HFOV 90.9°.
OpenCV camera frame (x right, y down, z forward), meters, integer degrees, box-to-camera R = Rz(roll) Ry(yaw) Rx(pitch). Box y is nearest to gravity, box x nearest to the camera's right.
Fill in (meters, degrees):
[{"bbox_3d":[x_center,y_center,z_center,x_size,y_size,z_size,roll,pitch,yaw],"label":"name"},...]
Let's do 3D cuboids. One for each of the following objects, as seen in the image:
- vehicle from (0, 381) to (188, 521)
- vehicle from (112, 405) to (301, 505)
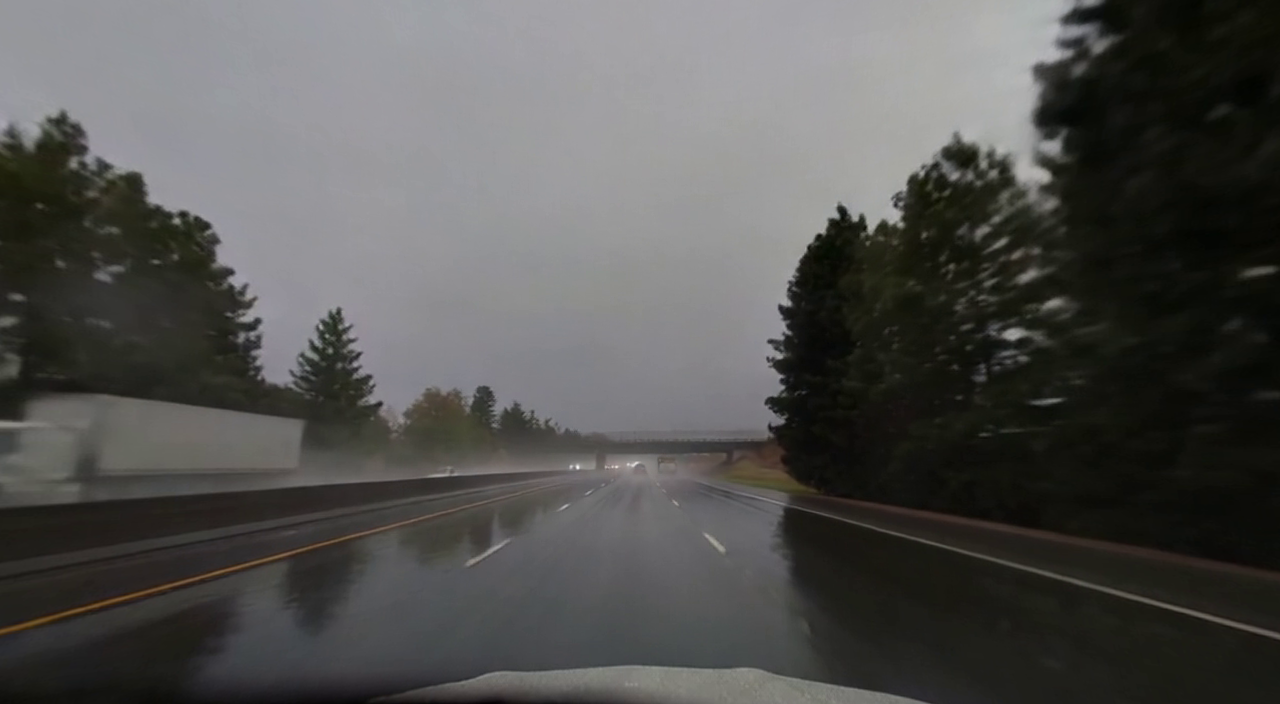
[{"bbox_3d":[-20.551,3.399,21.365,2.936,4.096,9.901,1,-10,0],"label":"vehicle"},{"bbox_3d":[-20.587,5.120,30.913,2.898,4.126,8.607,1,-10,0],"label":"vehicle"}]
